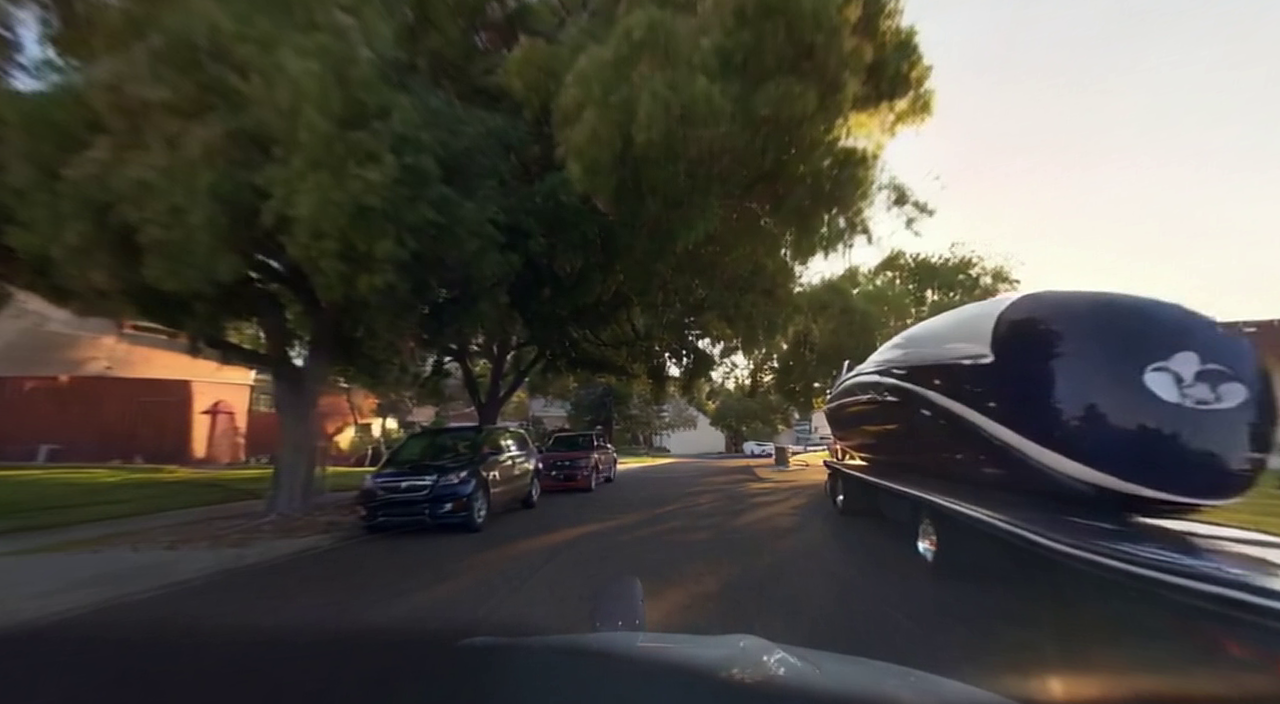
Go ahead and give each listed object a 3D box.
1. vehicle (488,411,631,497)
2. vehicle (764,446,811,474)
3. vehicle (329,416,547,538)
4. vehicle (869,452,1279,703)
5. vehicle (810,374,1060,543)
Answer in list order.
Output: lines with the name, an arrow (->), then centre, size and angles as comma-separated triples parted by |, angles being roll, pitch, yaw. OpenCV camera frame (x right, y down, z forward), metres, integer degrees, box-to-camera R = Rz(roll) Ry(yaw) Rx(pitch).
vehicle -> -2.209, 3.176, 19.897 | 2.632, 2.249, 6.179 | -2, -9, 11
vehicle -> 8.361, 6.153, 36.041 | 1.998, 1.489, 4.722 | -1, -9, 5
vehicle -> -3.328, 2.186, 11.632 | 2.052, 1.745, 4.737 | -1, -9, 6
vehicle -> 4.452, 1.778, 5.984 | 2.804, 1.336, 6.700 | 1, -7, 7
vehicle -> 5.279, 2.054, 12.569 | 2.697, 2.558, 5.635 | -1, -9, 6
